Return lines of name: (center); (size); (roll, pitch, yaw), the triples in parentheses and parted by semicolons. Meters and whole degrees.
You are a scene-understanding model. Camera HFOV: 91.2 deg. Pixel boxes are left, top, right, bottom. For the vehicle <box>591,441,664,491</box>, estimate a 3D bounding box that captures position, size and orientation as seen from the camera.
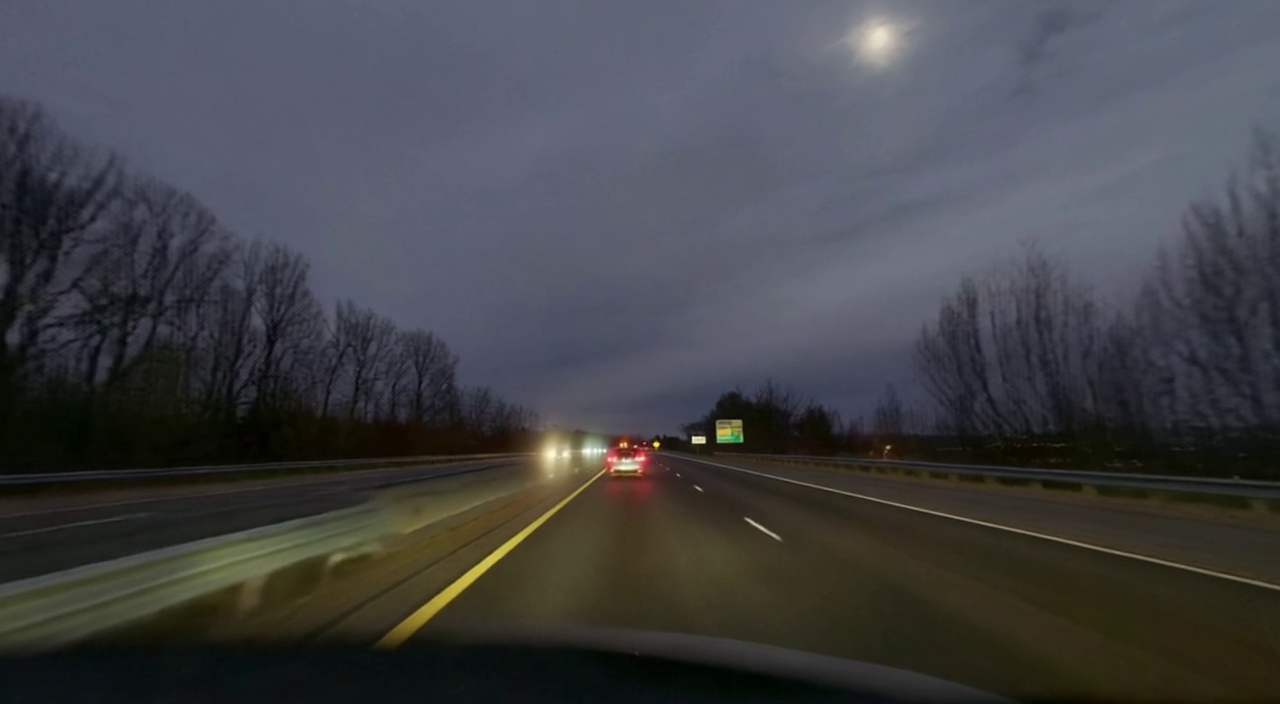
vehicle: (-0.436, 3.811, 21.263); (2.244, 1.506, 4.097); (0, -9, -1)
